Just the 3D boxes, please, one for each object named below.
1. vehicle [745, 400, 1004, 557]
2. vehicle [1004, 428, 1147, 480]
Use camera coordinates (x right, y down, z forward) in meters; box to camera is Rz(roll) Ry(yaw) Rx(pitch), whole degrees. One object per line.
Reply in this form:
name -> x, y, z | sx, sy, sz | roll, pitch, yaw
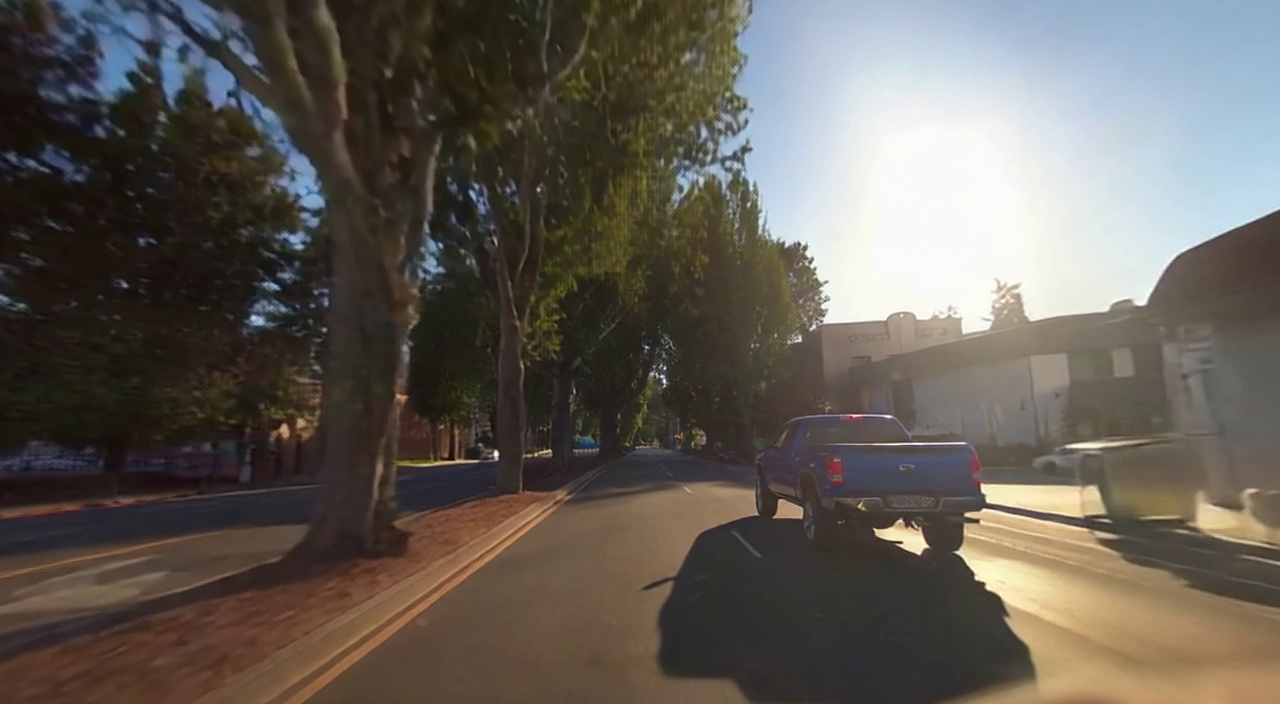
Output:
vehicle -> 3.217, 1.889, 10.169 | 2.085, 1.828, 5.383 | 0, -8, 0
vehicle -> 15.995, 3.767, 23.504 | 1.952, 1.691, 4.743 | 0, -8, 0
